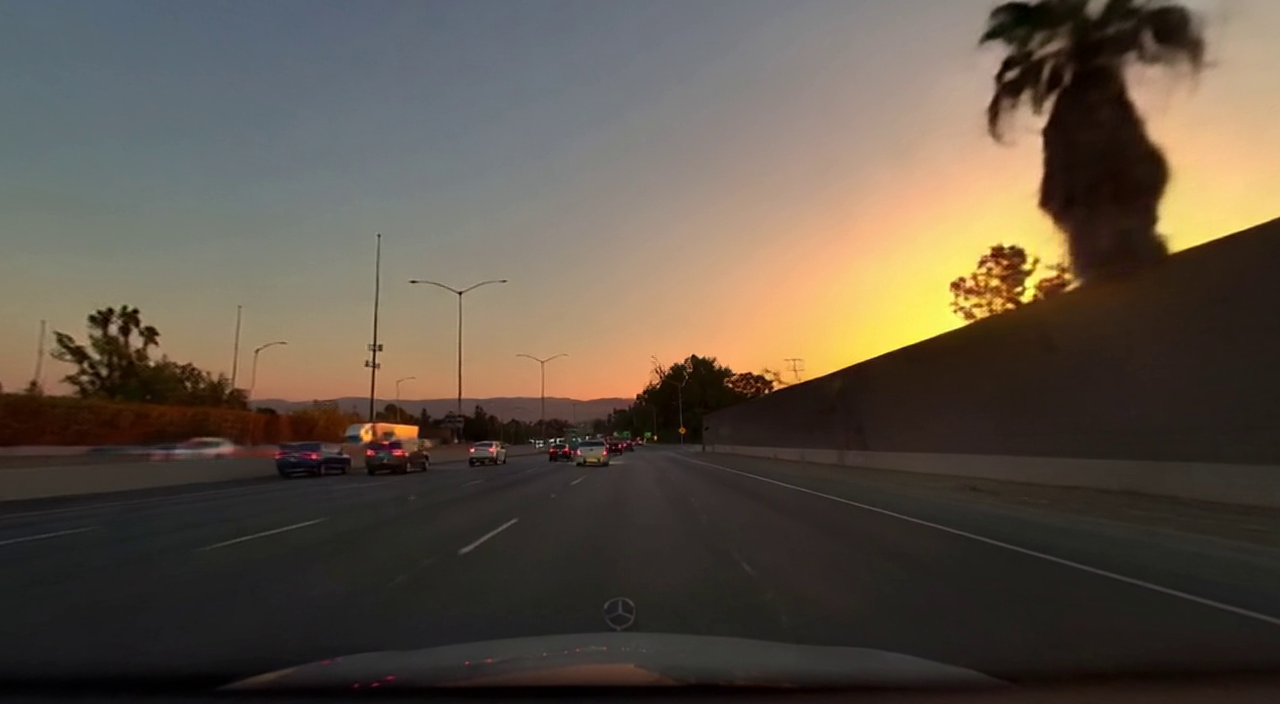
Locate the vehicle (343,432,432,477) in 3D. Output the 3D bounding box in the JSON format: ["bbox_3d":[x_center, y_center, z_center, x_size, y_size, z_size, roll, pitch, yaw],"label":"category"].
[{"bbox_3d":[-11.454,4.673,29.054,1.986,1.875,4.902,0,-8,1],"label":"vehicle"}]

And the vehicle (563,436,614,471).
[{"bbox_3d":[-2.495,5.088,31.874,2.201,1.672,4.128,0,-8,0],"label":"vehicle"}]

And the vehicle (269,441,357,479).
[{"bbox_3d":[-15.436,5.080,30.122,1.836,1.662,4.317,0,-8,1],"label":"vehicle"}]

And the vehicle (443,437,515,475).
[{"bbox_3d":[-7.544,4.913,30.121,2.204,1.677,4.438,0,-8,1],"label":"vehicle"}]

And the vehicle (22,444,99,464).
[{"bbox_3d":[-45.558,7.990,49.753,1.757,1.469,4.465,0,-8,1],"label":"vehicle"}]

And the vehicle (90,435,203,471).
[{"bbox_3d":[-21.620,4.431,27.918,1.852,1.445,3.833,0,-8,0],"label":"vehicle"}]
